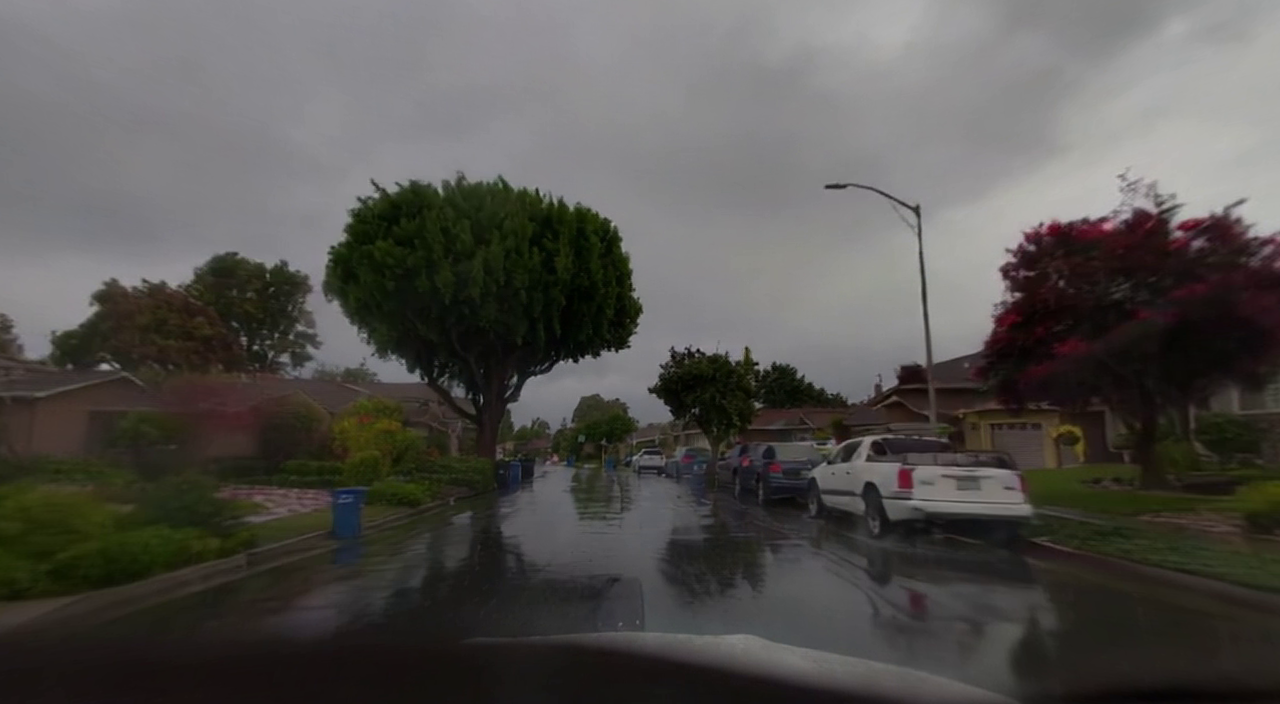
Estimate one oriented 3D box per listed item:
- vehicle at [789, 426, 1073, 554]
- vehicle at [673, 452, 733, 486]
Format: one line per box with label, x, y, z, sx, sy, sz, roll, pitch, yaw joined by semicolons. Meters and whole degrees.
vehicle;5.209;2.617;12.835;2.715;1.900;6.163;1;-9;-1
vehicle;3.612;6.823;37.223;2.111;1.771;4.942;2;-9;-11
